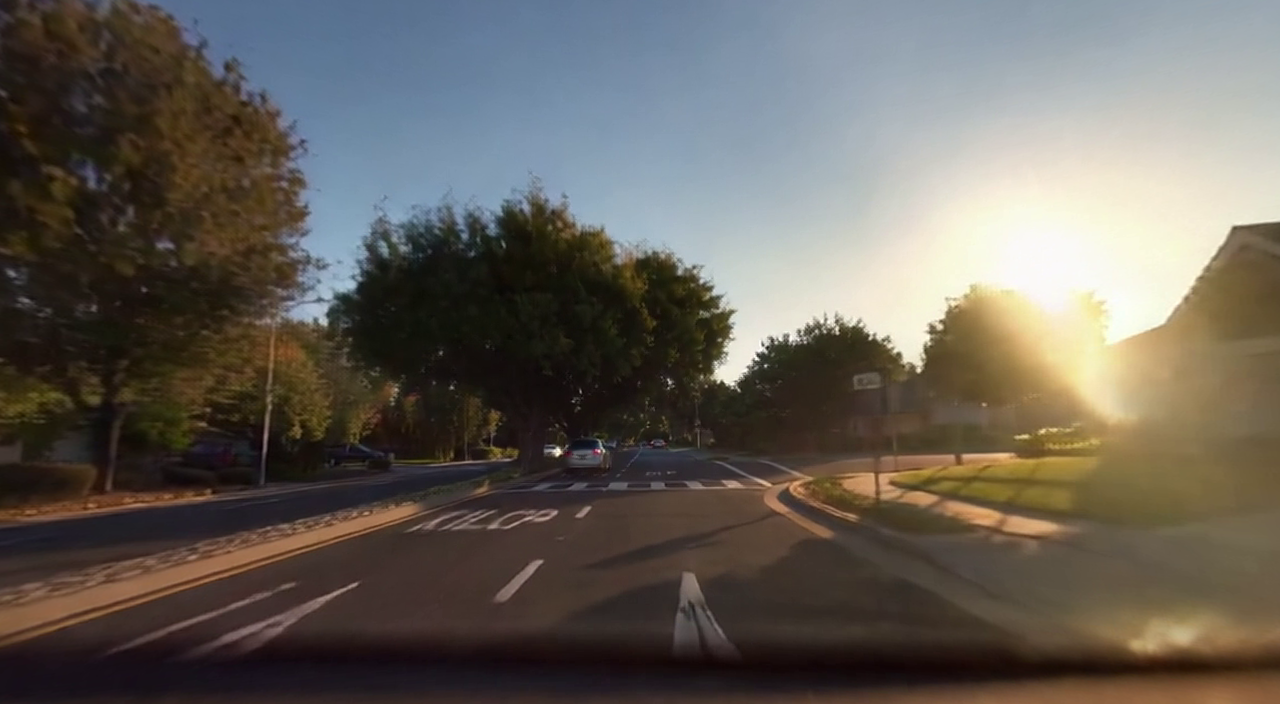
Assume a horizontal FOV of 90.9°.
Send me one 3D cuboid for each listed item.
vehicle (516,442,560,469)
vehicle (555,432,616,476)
[{"bbox_3d":[-5.992,6.149,37.575,1.972,1.514,4.241,1,-8,-1],"label":"vehicle"},{"bbox_3d":[-2.301,4.463,27.856,2.190,1.766,4.394,0,-8,2],"label":"vehicle"}]
